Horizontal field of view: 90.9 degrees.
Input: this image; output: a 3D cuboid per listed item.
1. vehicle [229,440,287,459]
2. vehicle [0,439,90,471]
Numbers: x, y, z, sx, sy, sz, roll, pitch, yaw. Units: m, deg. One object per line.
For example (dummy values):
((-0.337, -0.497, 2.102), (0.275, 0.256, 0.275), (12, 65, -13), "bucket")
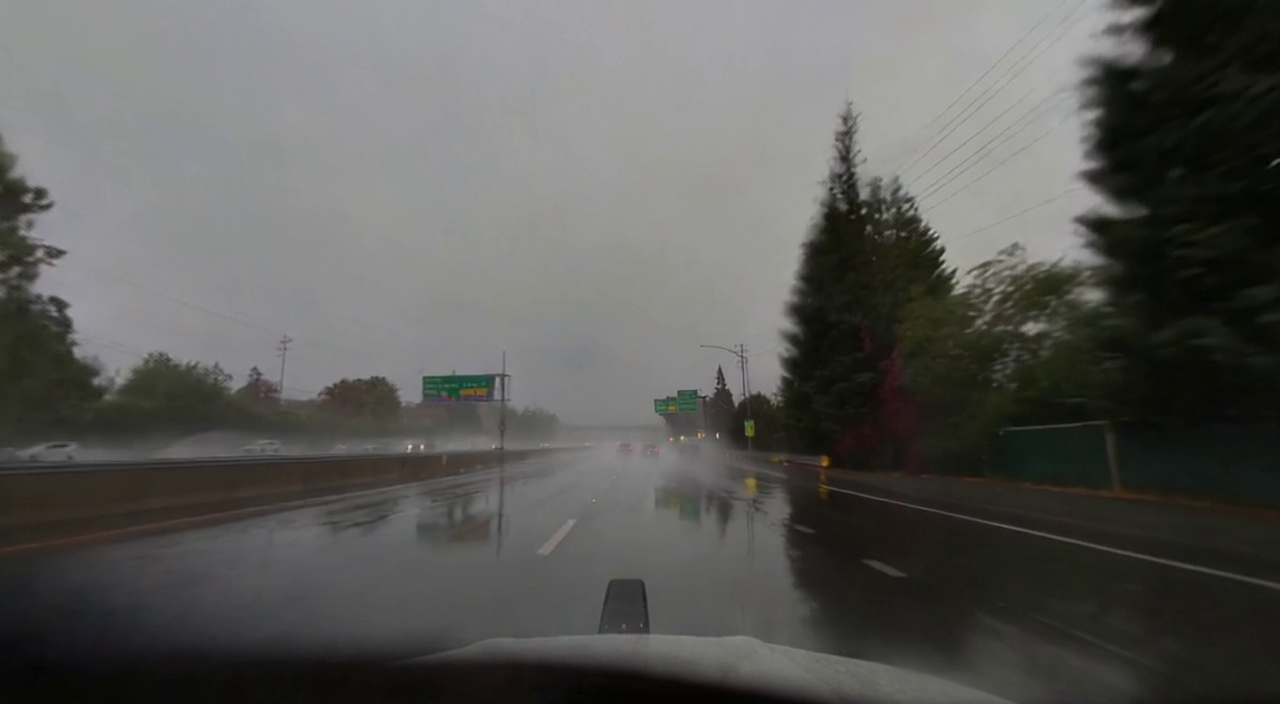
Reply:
((-29.994, 7.665, 49.660), (1.777, 1.476, 4.493), (0, -8, 0), "vehicle")
((-30.500, 5.131, 31.679), (1.717, 1.466, 4.377), (0, -8, 0), "vehicle")
